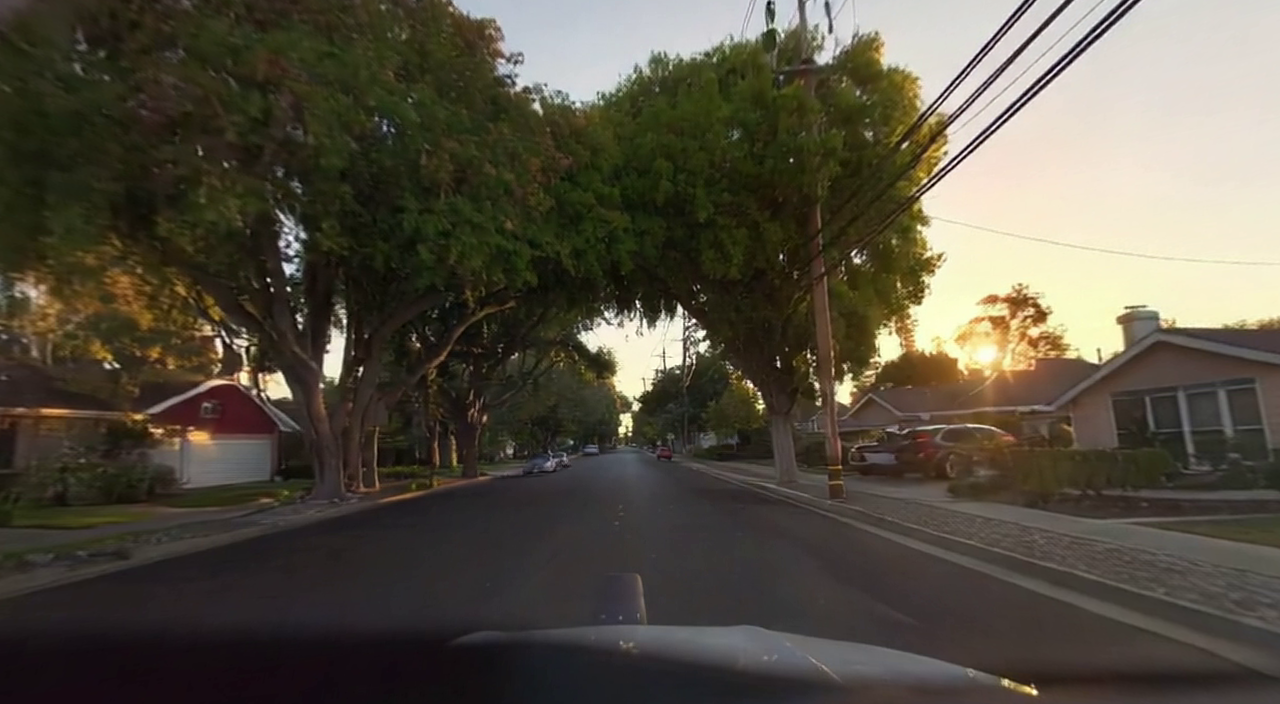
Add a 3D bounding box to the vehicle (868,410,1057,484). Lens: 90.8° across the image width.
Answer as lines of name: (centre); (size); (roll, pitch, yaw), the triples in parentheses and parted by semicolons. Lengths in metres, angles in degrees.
vehicle: (9.889, 2.958, 19.677); (4.555, 1.803, 2.151); (-4, -8, -3)
